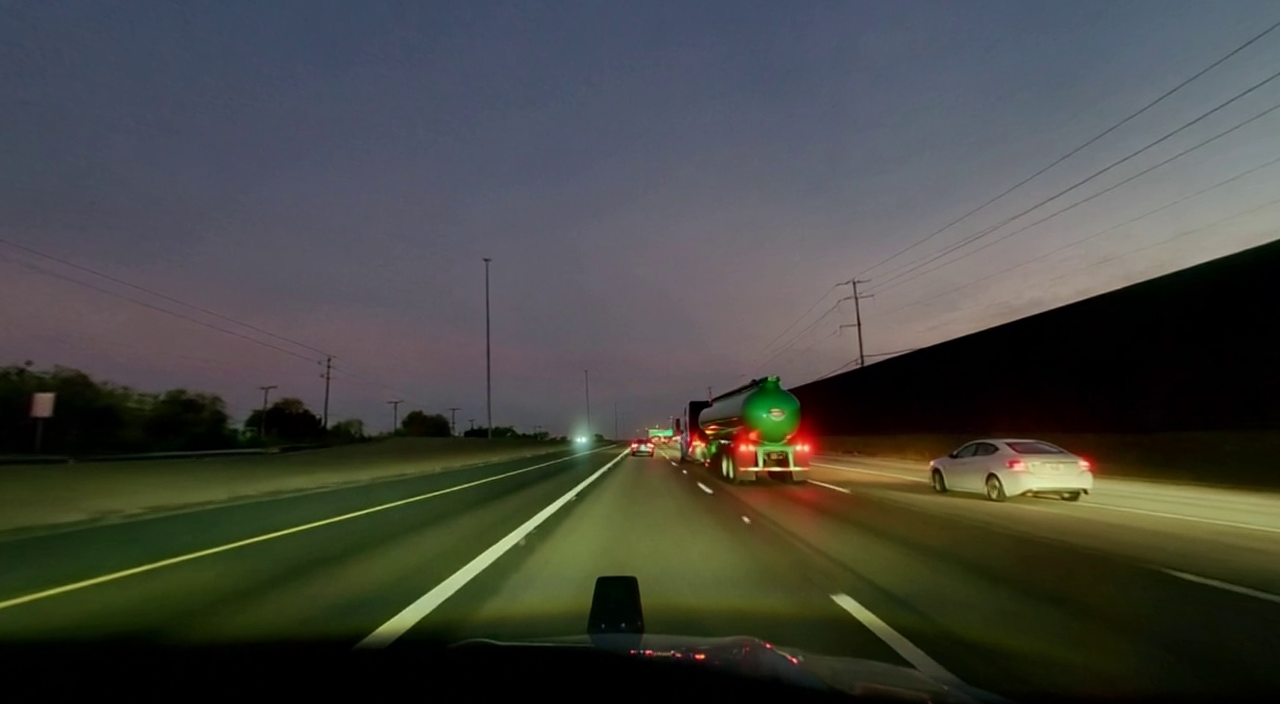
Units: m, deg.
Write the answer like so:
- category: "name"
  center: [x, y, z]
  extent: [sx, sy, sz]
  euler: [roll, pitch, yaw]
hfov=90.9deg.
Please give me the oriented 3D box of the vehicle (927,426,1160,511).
- category: "vehicle"
  center: [8.146, 2.396, 13.434]
  extent: [1.905, 1.480, 4.624]
  euler: [0, -8, 0]

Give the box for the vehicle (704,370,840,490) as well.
- category: "vehicle"
  center: [3.900, 2.657, 20.827]
  extent: [2.791, 3.179, 8.074]
  euler: [0, -8, 1]
